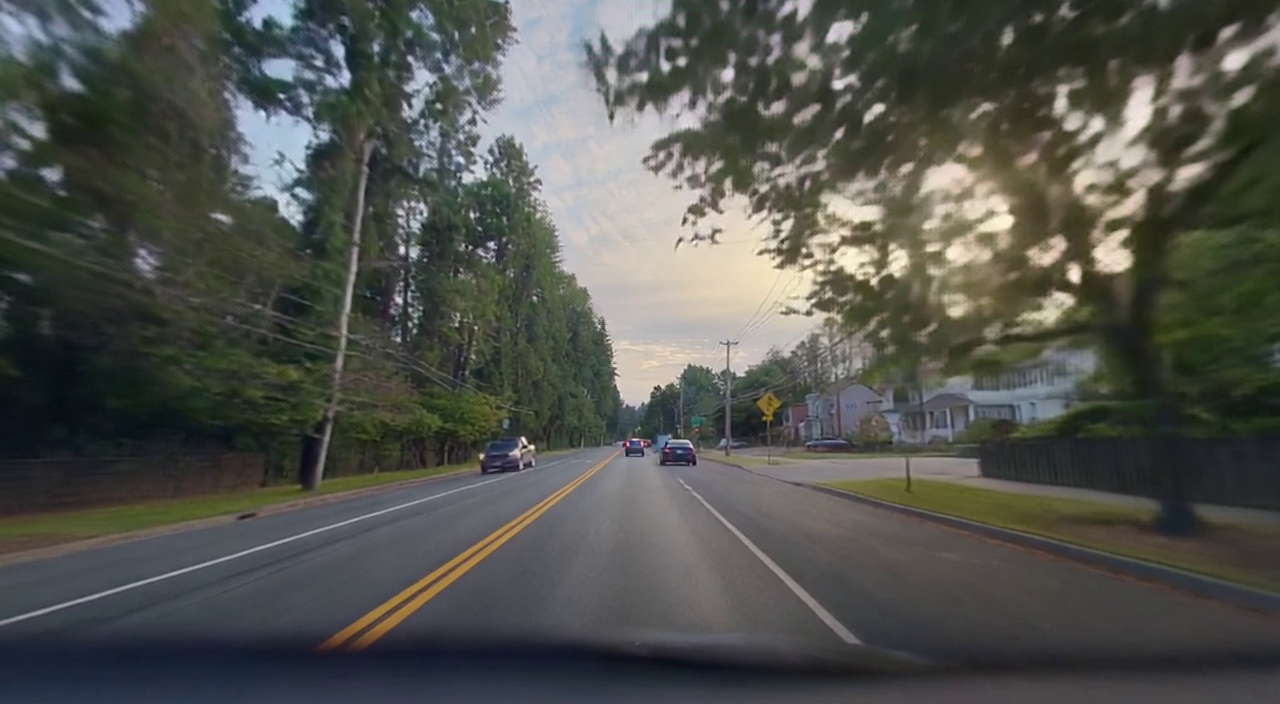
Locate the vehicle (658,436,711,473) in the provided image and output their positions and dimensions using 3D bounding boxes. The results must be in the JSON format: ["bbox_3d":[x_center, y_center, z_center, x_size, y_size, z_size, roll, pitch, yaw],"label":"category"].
[{"bbox_3d":[1.892,4.517,27.890,1.975,1.497,3.647,0,-8,-2],"label":"vehicle"}]

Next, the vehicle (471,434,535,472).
[{"bbox_3d":[-7.133,5.342,33.412,2.352,1.857,4.690,0,-8,0],"label":"vehicle"}]
